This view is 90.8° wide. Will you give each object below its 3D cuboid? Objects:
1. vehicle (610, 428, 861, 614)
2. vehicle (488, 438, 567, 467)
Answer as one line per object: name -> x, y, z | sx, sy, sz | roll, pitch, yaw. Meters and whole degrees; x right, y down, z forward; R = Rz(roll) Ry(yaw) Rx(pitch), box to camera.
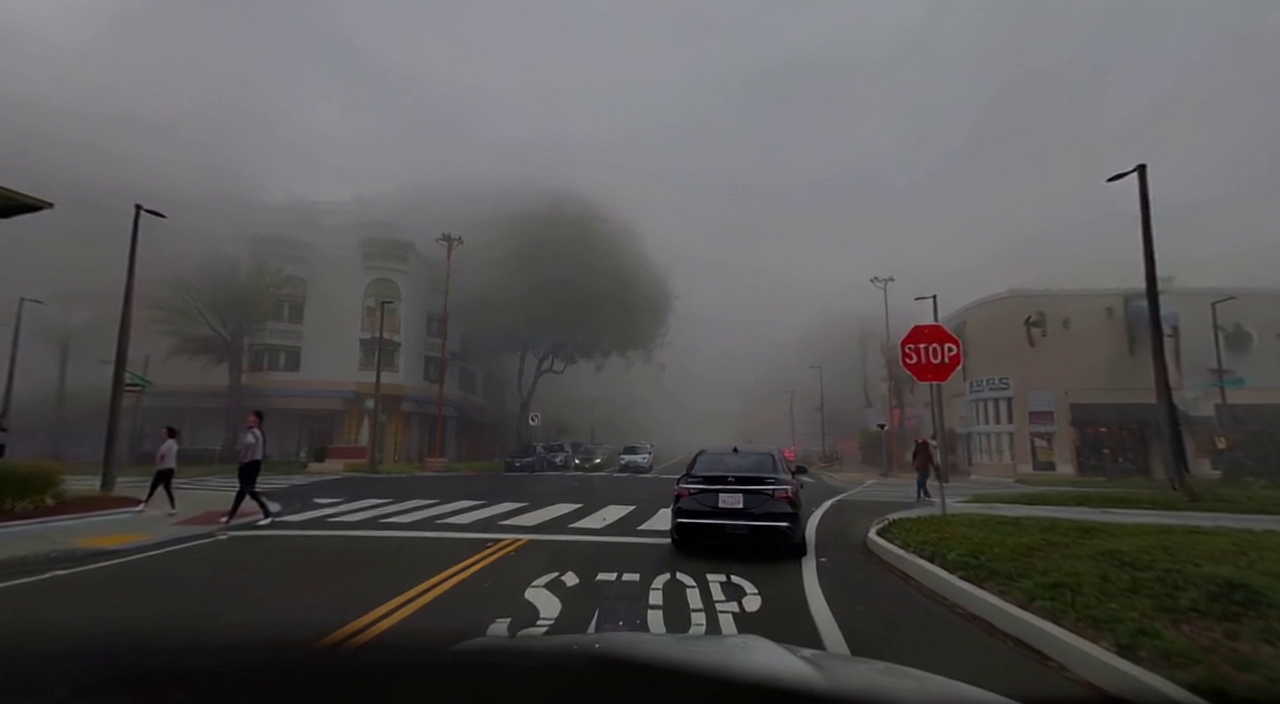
vehicle -> 0.935, 1.677, 7.211 | 2.031, 1.479, 3.969 | -1, -9, 5
vehicle -> -7.089, 6.368, 40.075 | 4.529, 1.682, 1.895 | 6, -11, -36
